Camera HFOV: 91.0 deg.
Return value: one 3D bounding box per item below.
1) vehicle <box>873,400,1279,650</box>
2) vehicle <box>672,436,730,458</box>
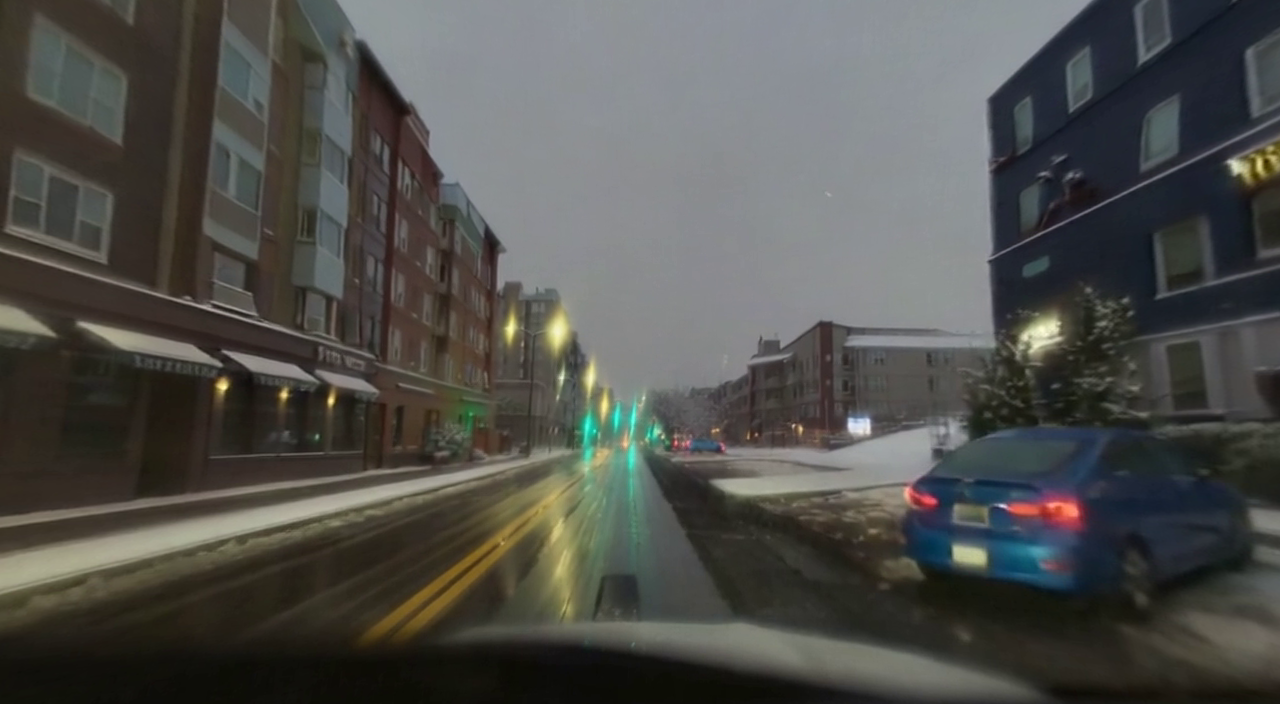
[{"bbox_3d":[4.406,1.311,5.928,4.655,1.460,1.878,6,-10,-37],"label":"vehicle"},{"bbox_3d":[4.430,6.874,45.707,3.844,1.524,1.847,4,-9,-32],"label":"vehicle"}]
